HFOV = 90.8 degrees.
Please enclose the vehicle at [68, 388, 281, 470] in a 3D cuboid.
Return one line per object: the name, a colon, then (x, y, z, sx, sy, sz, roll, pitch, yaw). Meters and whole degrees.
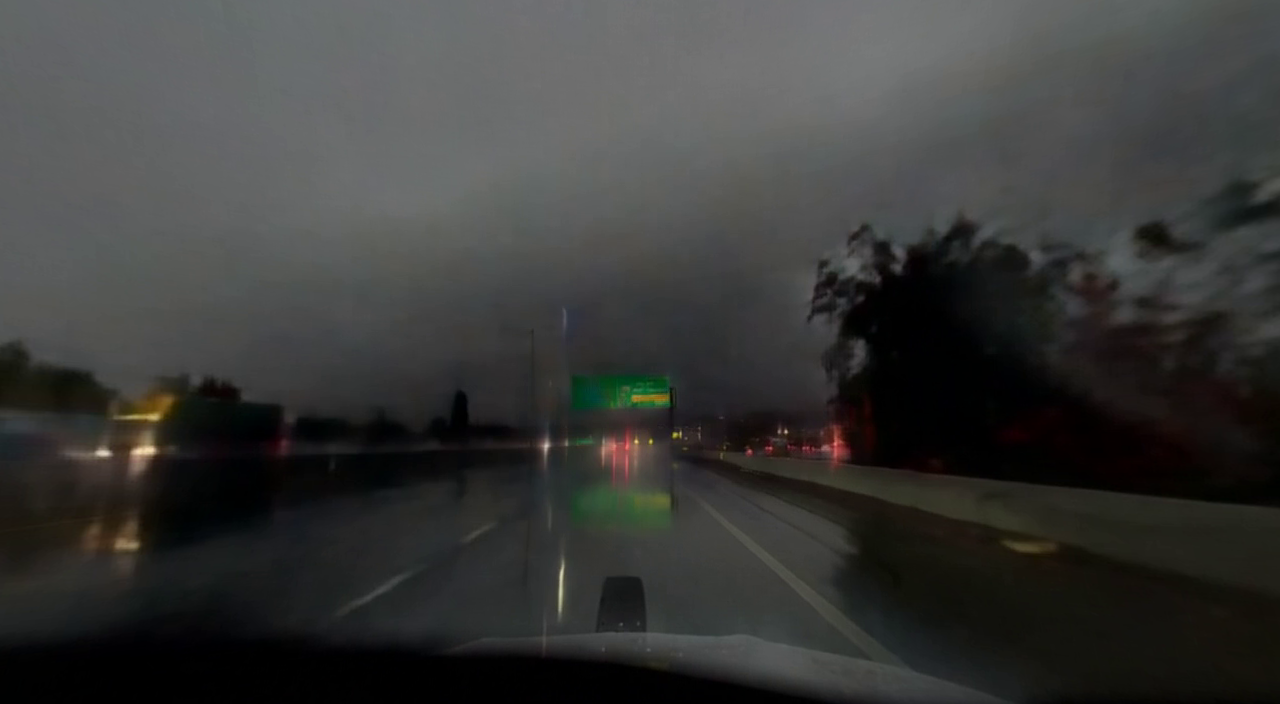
vehicle: (-25.555, 4.598, 36.119, 2.771, 3.832, 12.471, 0, -9, -1)
